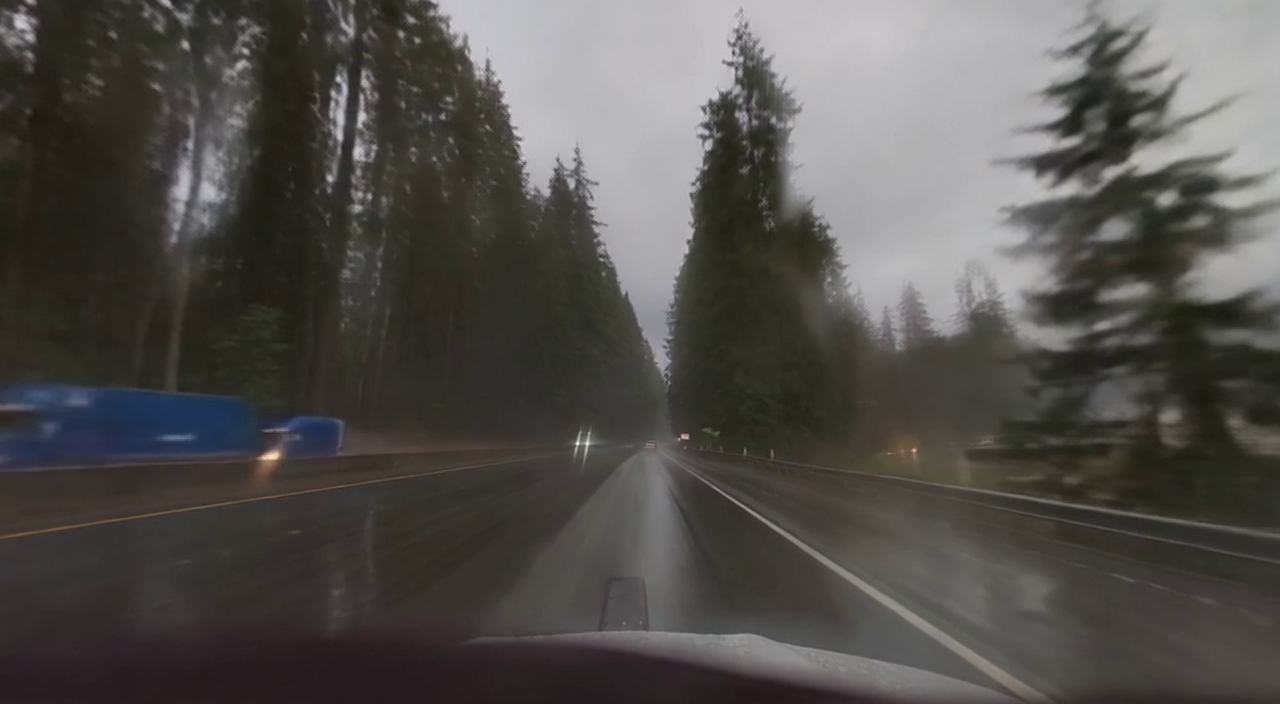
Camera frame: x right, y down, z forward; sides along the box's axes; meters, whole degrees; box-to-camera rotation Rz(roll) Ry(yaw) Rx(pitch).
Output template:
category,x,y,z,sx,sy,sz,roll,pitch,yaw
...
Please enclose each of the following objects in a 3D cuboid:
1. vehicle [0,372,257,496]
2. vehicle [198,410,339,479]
category,x,y,z,sx,sy,sz,roll,pitch,yaw
vehicle,-17.123,2.800,21.234,2.750,3.286,8.975,0,-8,0
vehicle,-17.054,4.311,29.528,3.035,2.895,5.629,0,-8,1
